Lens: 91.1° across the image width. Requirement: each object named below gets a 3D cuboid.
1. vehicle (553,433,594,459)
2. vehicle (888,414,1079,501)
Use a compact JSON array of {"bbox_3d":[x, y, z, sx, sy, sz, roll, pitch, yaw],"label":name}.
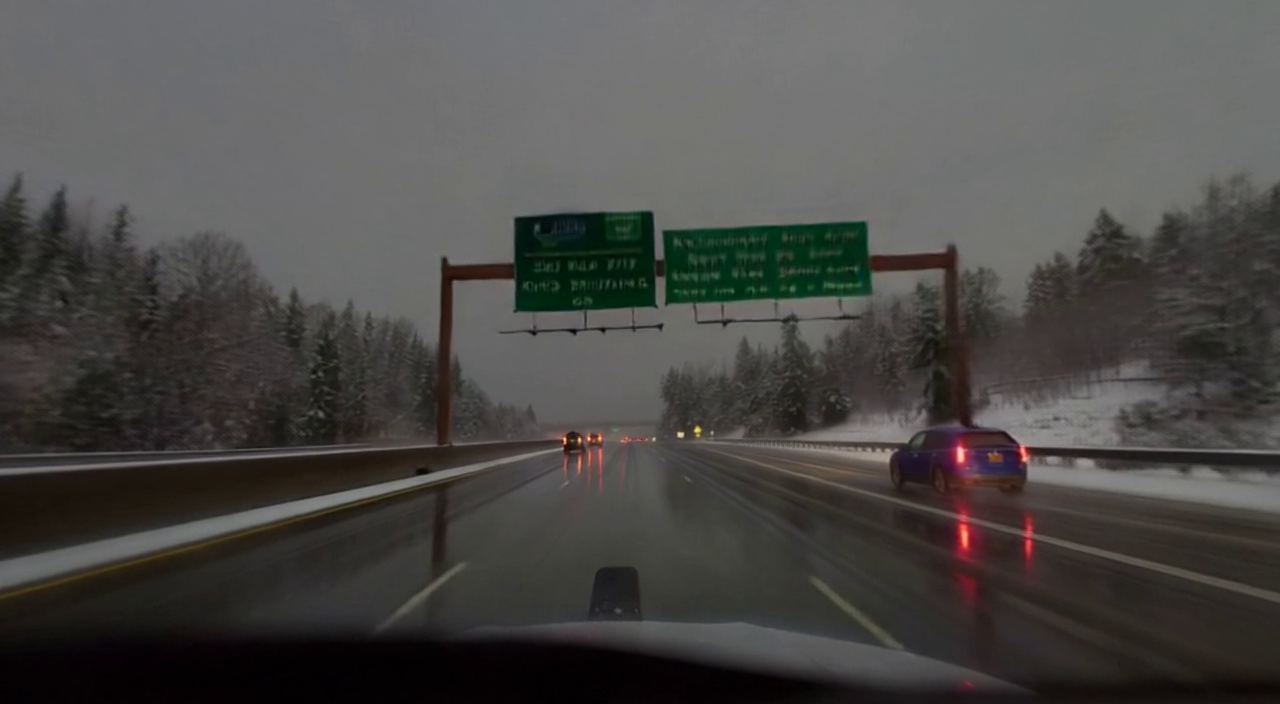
[{"bbox_3d":[-3.919,5.573,37.575,2.032,1.465,4.316,0,-8,-1],"label":"vehicle"},{"bbox_3d":[7.334,2.279,13.986,1.956,1.634,3.935,0,-8,-1],"label":"vehicle"}]
